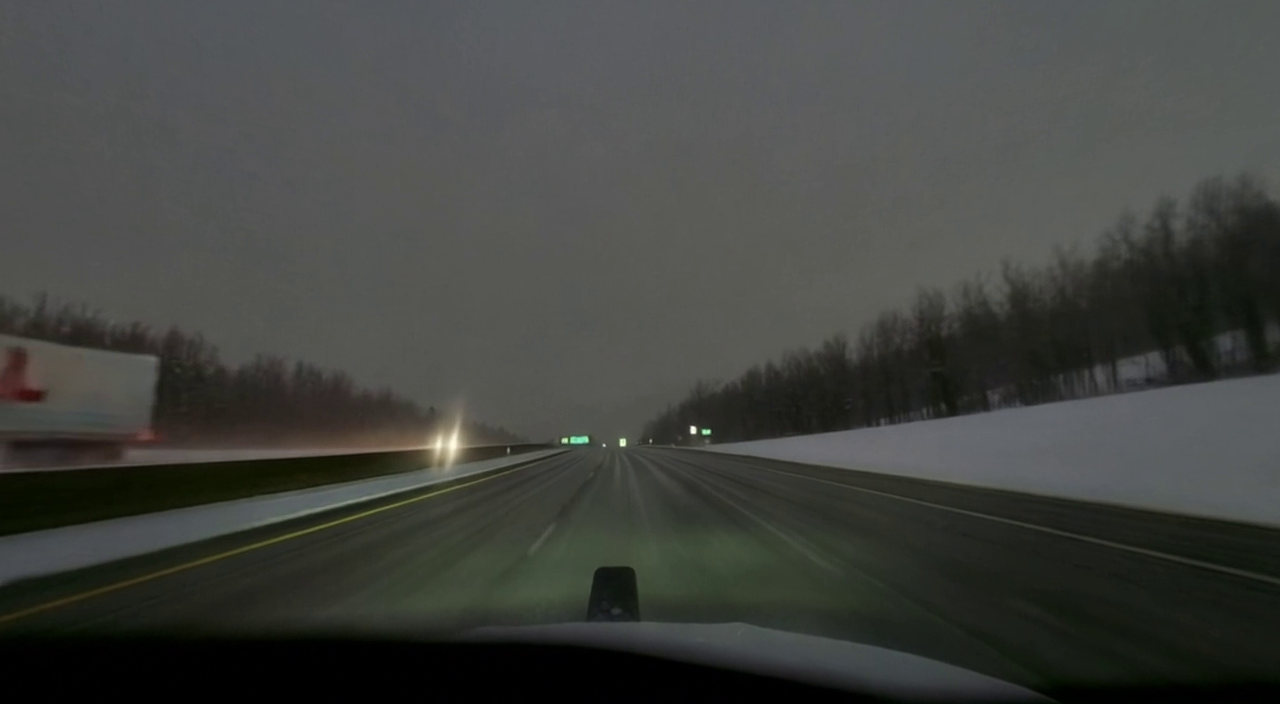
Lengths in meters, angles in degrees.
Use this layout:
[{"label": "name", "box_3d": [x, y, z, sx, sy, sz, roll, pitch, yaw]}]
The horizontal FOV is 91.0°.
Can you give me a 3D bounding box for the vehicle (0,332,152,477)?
[{"label": "vehicle", "box_3d": [-19.776, 1.287, 16.374, 2.944, 4.119, 14.327, 0, -8, -1]}]
